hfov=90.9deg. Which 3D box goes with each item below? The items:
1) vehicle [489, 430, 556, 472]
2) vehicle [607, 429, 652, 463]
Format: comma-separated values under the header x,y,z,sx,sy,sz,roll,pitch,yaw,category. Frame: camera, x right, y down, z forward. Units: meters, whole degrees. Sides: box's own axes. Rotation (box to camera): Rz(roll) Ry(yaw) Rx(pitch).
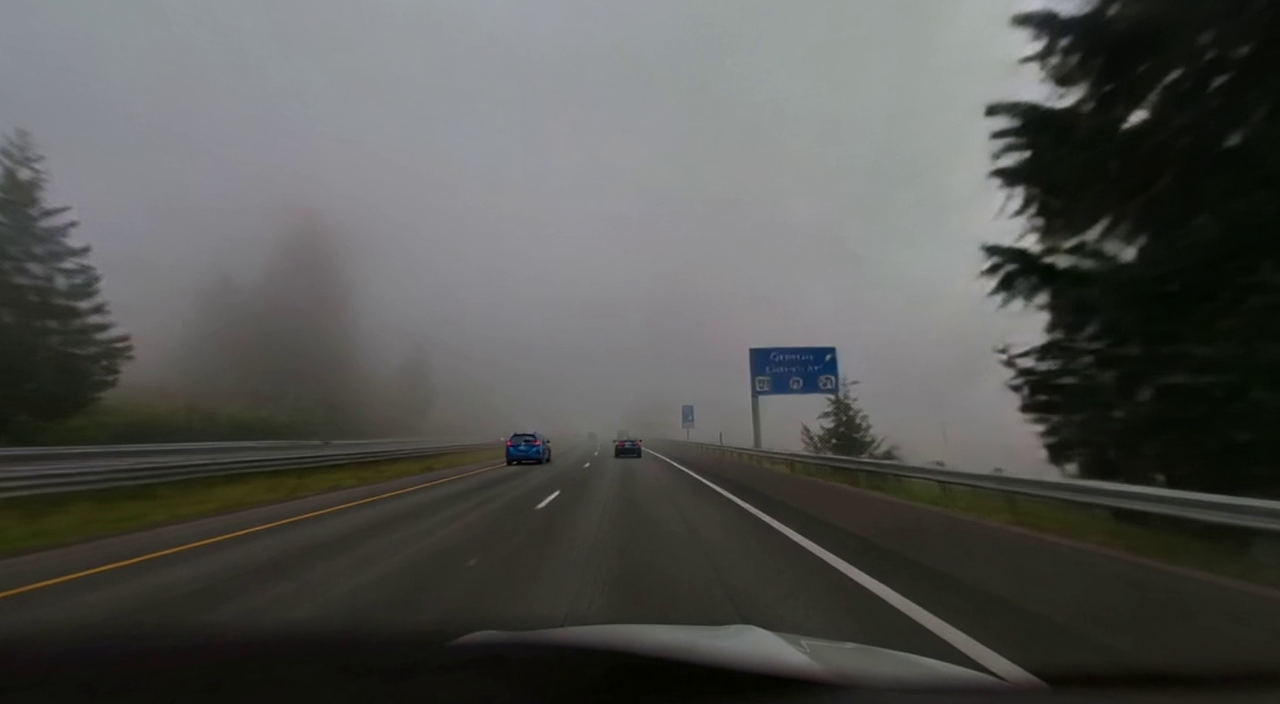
x,y,z,sx,sy,sz,roll,pitch,yaw,category
-4.607,3.929,25.332,1.975,1.518,4.242,0,-8,-1,vehicle
-0.565,4.829,32.506,2.162,1.616,4.242,0,-8,-1,vehicle
